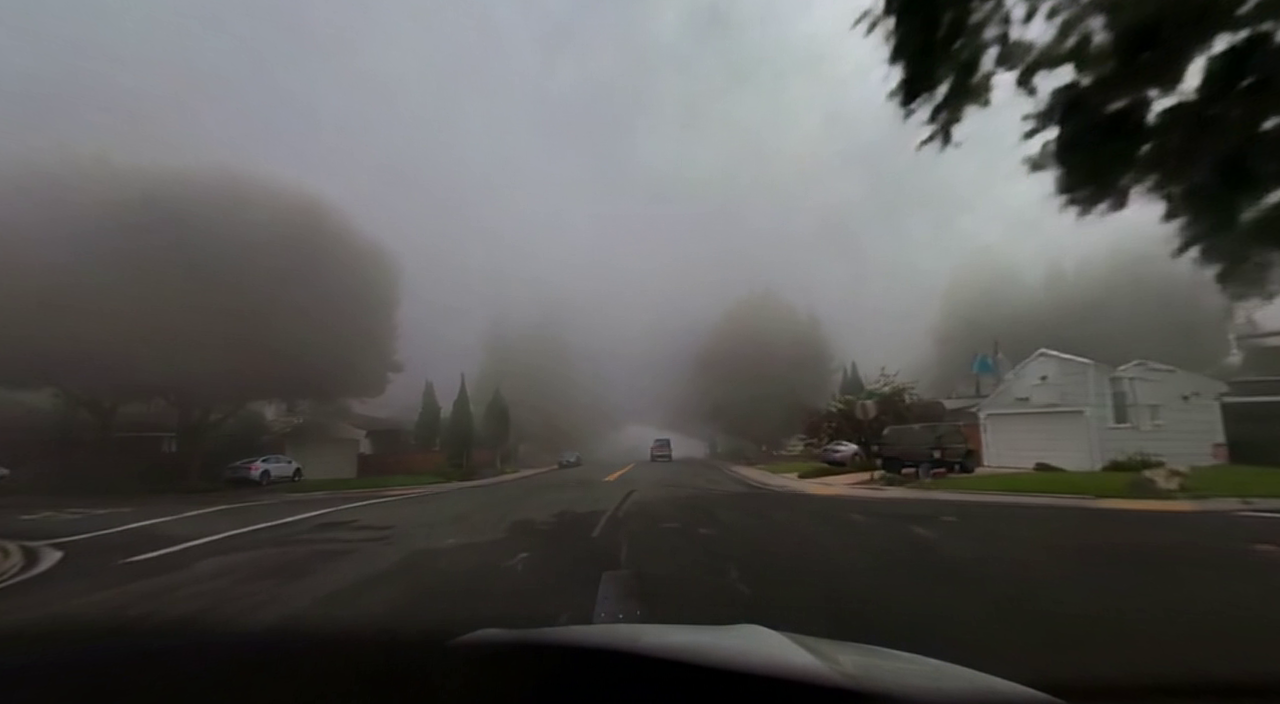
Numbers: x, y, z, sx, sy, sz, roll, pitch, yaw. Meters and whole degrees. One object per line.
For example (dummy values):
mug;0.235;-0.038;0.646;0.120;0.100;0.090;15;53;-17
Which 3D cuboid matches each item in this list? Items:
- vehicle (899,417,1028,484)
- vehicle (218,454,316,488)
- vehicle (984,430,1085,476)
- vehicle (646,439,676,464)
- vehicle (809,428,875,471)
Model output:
vehicle;10.750;3.340;21.592;2.333;1.933;5.662;-2;-9;11
vehicle;-18.352;5.862;31.379;1.917;1.499;4.569;0;-9;2
vehicle;14.166;3.648;22.963;1.972;1.528;3.891;-2;-9;15
vehicle;1.590;7.358;46.824;2.116;1.711;4.155;0;-9;3
vehicle;9.412;4.582;29.791;2.130;1.836;4.464;-1;-9;7
